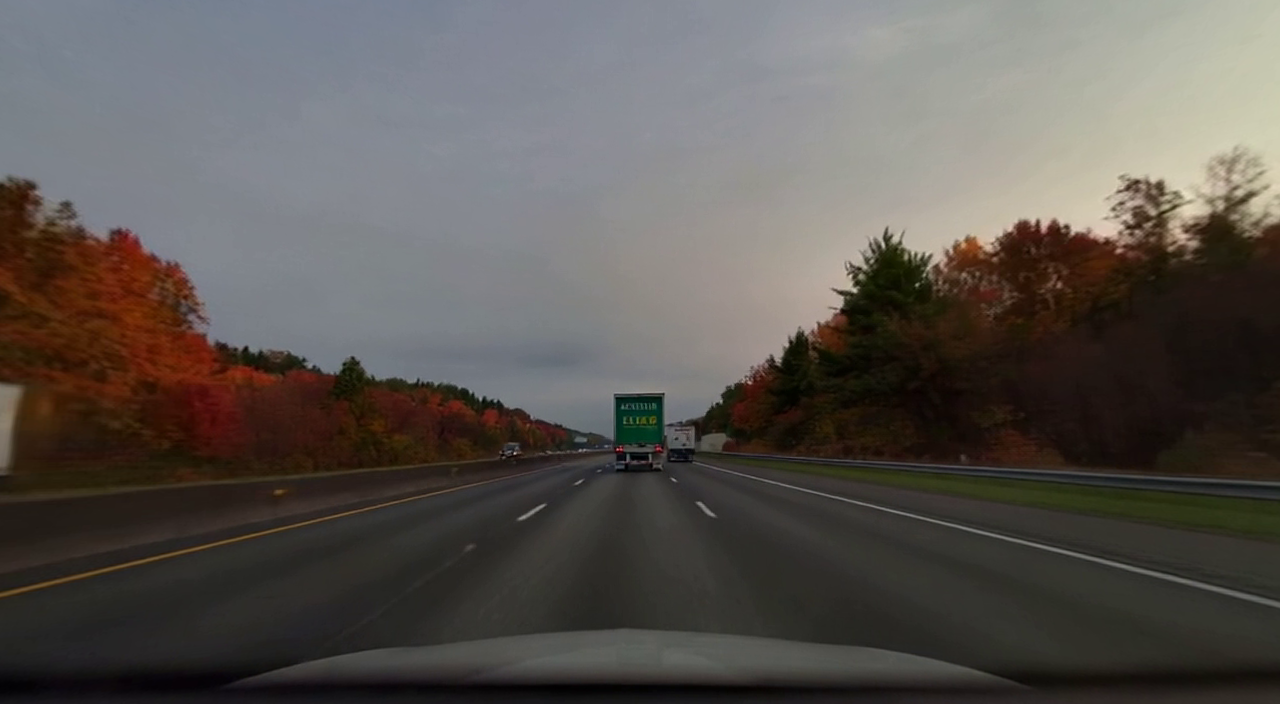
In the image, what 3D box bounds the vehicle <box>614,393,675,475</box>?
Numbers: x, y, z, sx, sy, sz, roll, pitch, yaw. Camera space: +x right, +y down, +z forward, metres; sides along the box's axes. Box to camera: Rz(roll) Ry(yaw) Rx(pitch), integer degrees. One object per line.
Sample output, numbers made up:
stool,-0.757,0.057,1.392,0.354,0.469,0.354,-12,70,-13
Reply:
vehicle,0.203,4.957,37.006,3.057,4.073,10.792,0,-9,0
